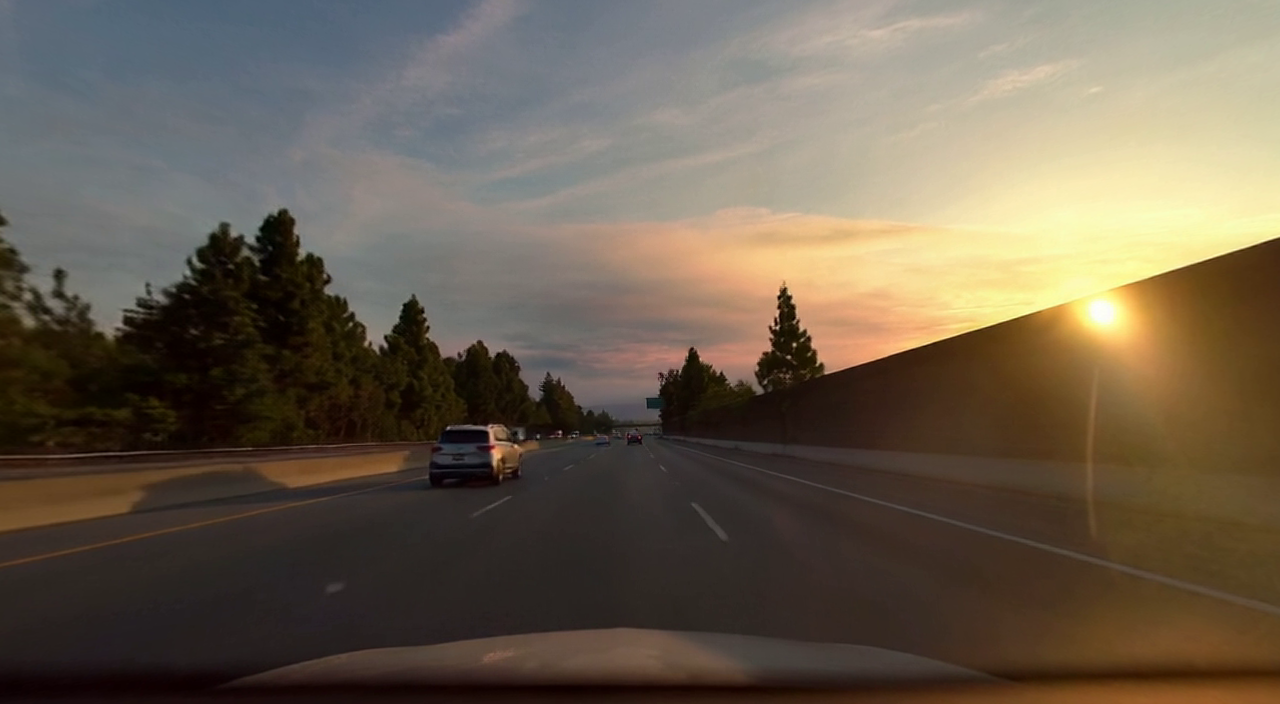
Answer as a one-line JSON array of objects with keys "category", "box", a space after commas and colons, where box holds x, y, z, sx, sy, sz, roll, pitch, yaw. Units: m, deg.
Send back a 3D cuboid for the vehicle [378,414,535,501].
[{"category": "vehicle", "box": [-4.081, 2.439, 15.019, 2.306, 1.730, 4.606, 0, -8, 1]}]
